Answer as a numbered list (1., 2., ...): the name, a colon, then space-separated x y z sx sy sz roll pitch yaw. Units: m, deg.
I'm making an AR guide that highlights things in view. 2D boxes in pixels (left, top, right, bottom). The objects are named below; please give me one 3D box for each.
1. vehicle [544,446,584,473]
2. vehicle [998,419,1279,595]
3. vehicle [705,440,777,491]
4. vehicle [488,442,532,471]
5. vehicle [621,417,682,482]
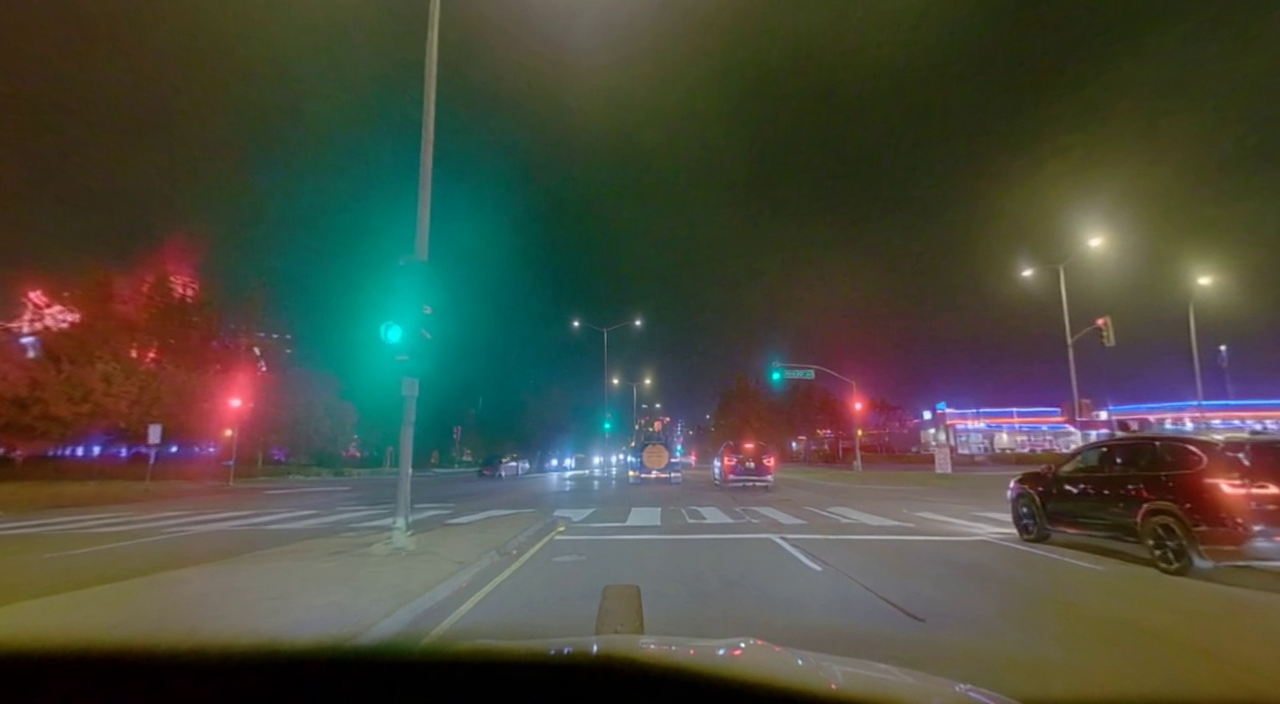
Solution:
1. vehicle: -4.558 6.545 38.531 2.001 1.518 4.316 0 -9 -1
2. vehicle: 7.102 1.850 8.426 1.982 1.698 4.408 0 -9 0
3. vehicle: 3.761 4.291 24.244 2.025 1.754 4.311 0 -9 0
4. vehicle: -8.804 7.113 43.046 2.020 1.864 4.634 0 -9 0
5. vehicle: 0.478 4.088 26.572 2.370 2.518 3.858 0 -8 1
